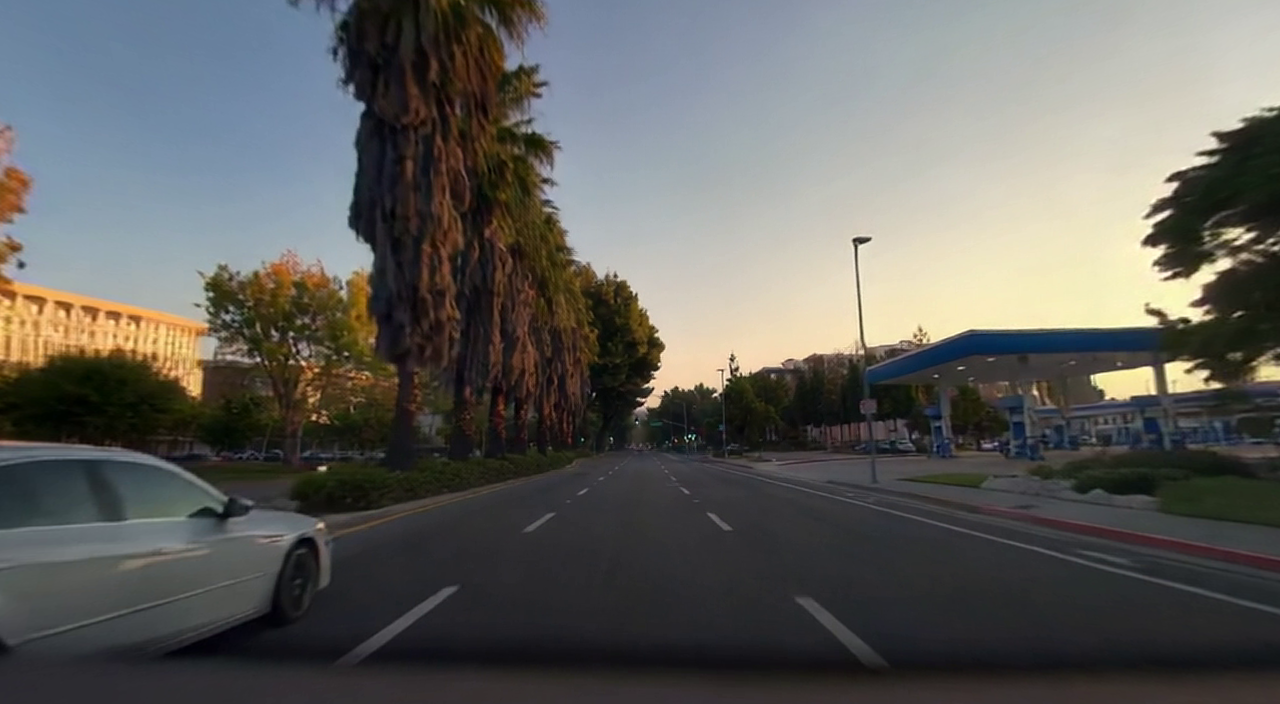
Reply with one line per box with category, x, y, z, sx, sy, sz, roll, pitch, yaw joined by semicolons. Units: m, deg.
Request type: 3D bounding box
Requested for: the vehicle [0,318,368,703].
vehicle;-3.336;0.872;3.015;2.011;1.756;4.478;0;-9;0
